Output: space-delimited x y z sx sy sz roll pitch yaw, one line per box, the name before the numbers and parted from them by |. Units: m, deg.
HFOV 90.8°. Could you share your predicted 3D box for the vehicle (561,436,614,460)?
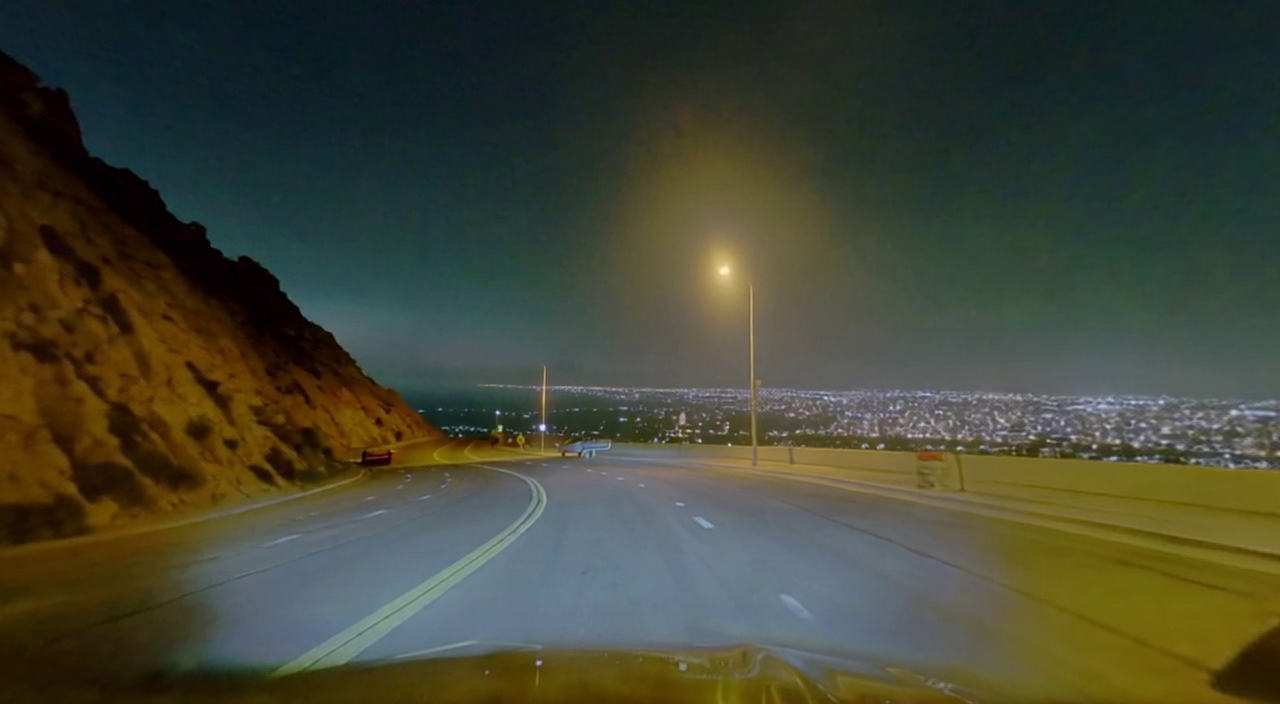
vehicle | -3.849 7.136 47.144 2.064 1.667 4.453 -4 -9 23
